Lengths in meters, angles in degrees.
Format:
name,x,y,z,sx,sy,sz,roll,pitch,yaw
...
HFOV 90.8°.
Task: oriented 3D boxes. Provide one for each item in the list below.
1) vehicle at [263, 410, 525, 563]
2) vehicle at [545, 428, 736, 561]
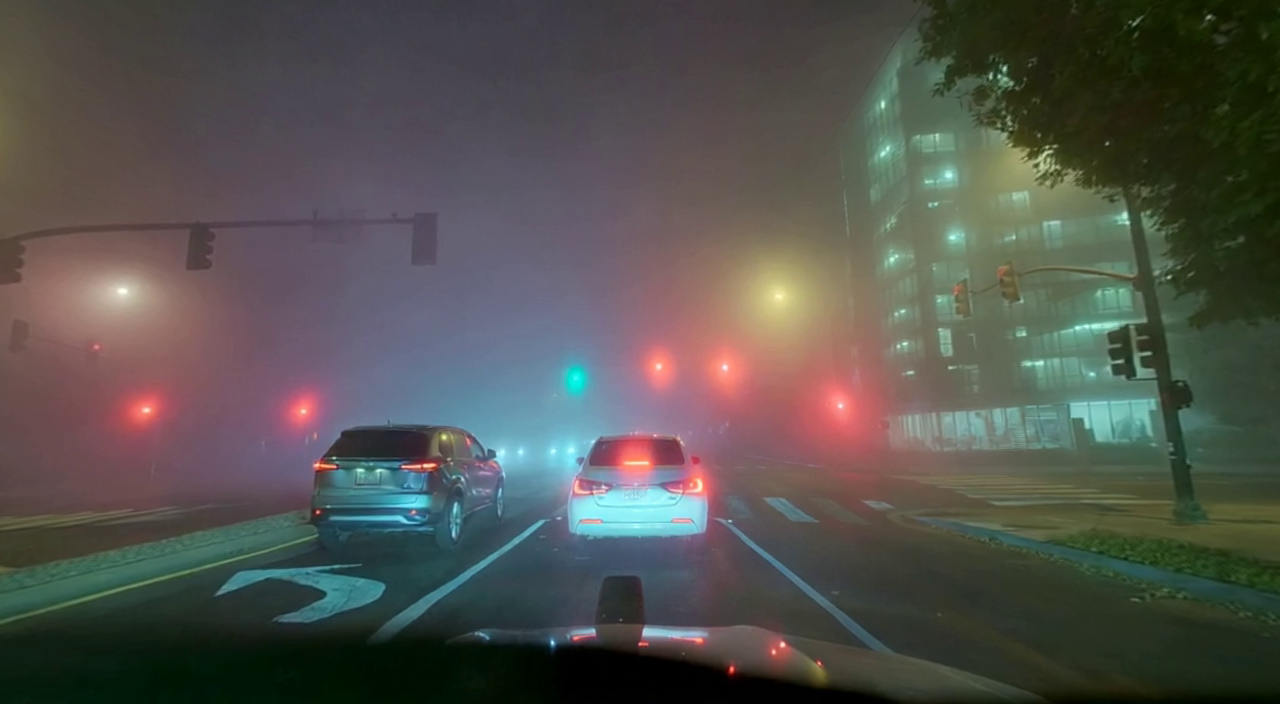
name,x,y,z,sx,sy,sz,roll,pitch,yaw
vehicle,-3.200,1.857,9.446,2.081,1.719,4.434,0,-8,0
vehicle,0.004,1.931,9.258,2.190,1.522,3.850,0,-8,0
